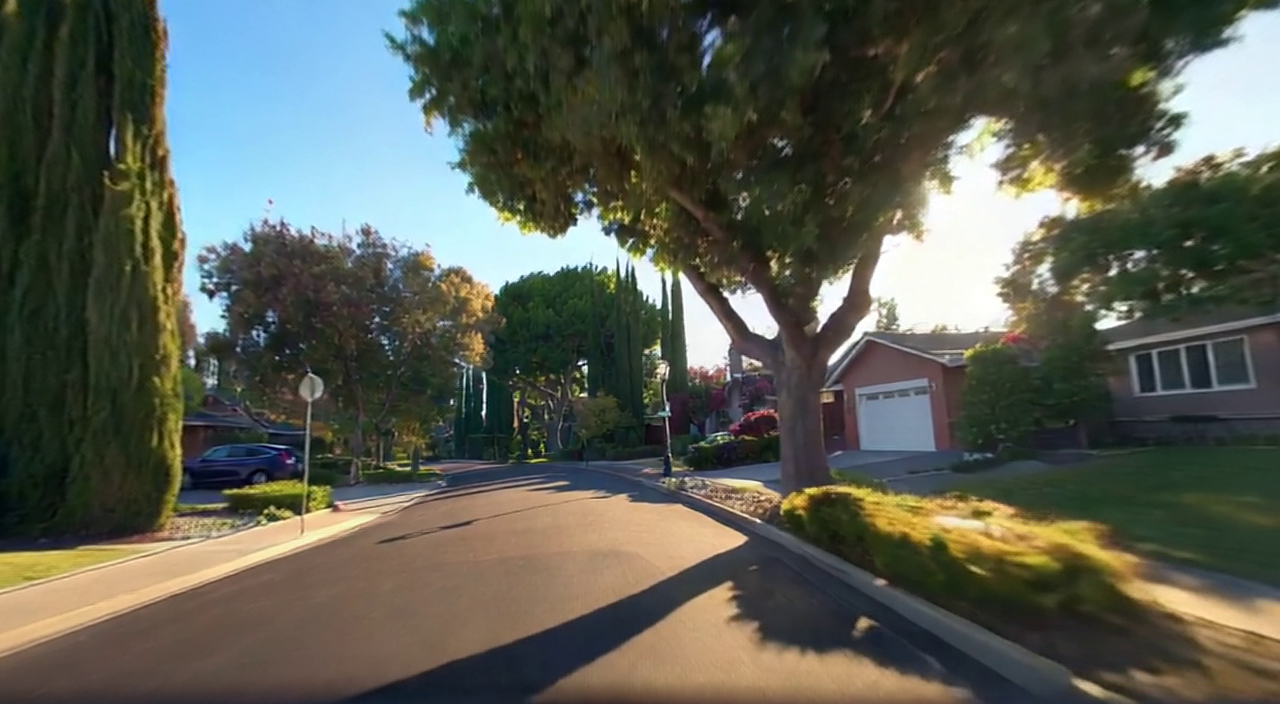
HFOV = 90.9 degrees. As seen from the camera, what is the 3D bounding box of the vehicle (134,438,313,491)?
[{"bbox_3d":[-13.635,3.699,20.885,4.471,1.638,1.877,1,-8,-6],"label":"vehicle"}]
